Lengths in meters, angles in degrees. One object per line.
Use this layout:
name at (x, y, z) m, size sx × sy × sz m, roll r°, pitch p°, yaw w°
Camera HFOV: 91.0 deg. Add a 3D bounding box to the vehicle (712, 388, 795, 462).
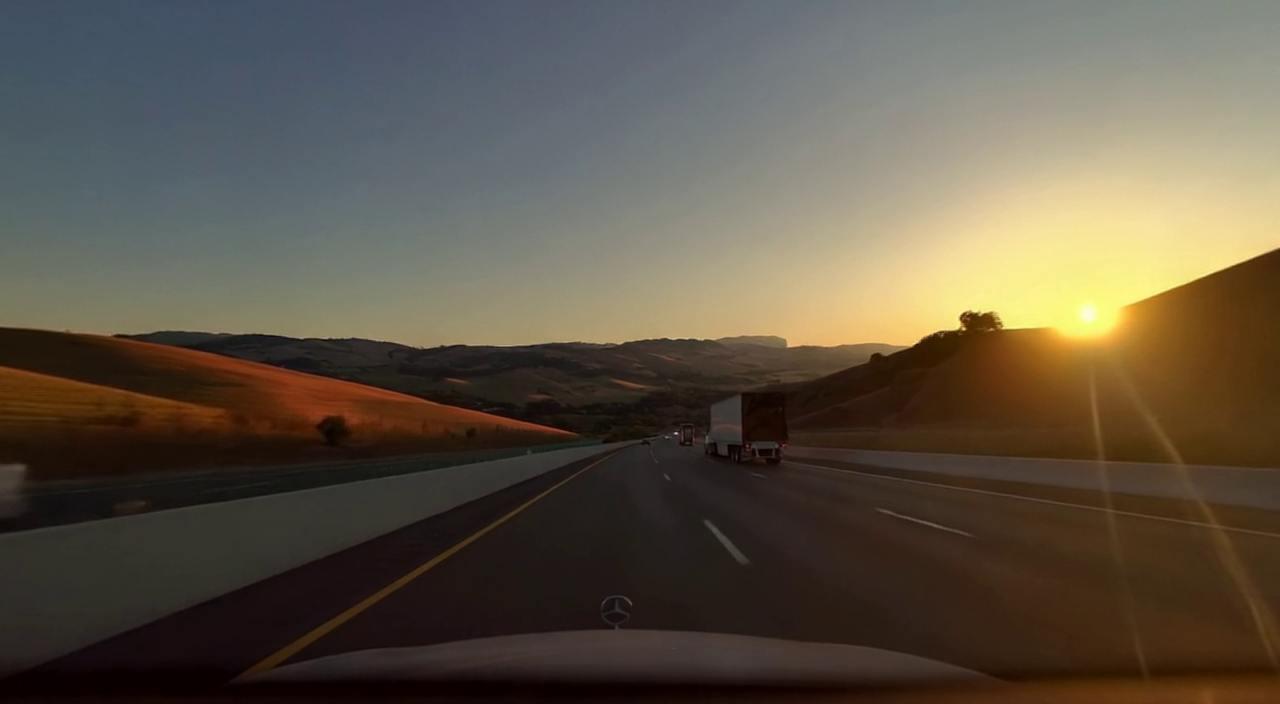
vehicle at (7.154, 5.076, 42.321) m, size 2.885 × 4.075 × 13.981 m, roll 0°, pitch -8°, yaw 0°
